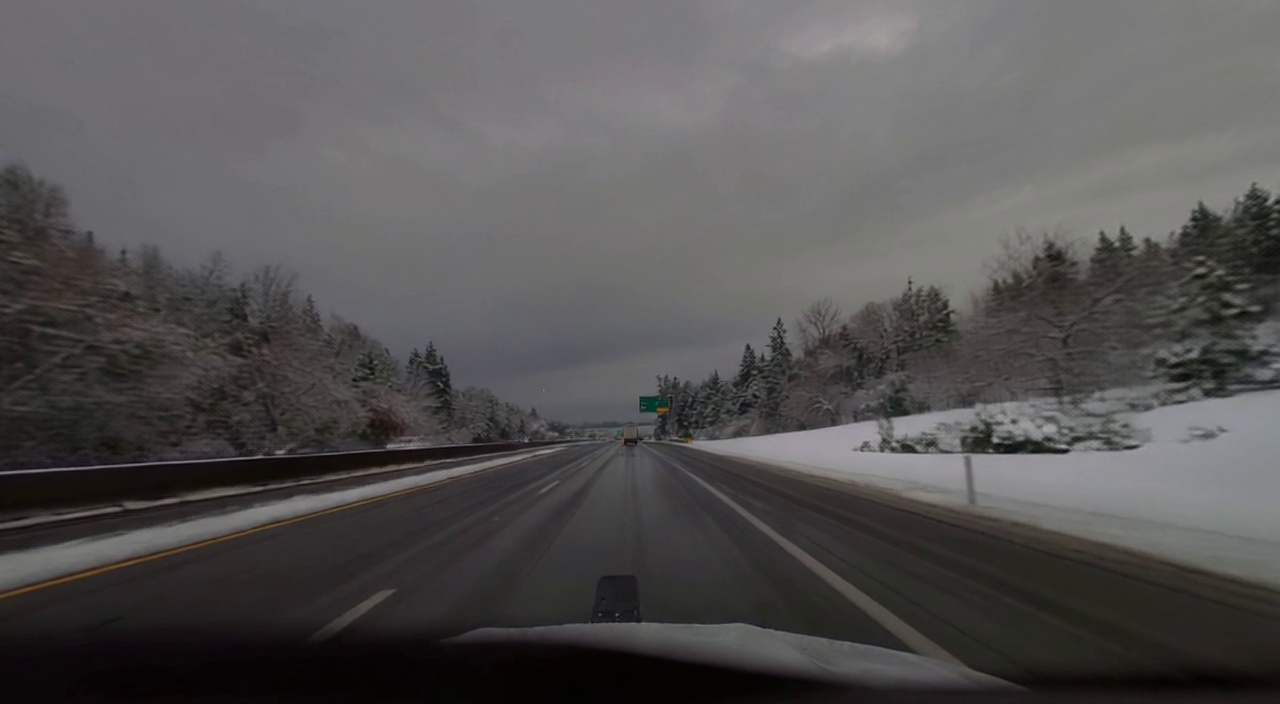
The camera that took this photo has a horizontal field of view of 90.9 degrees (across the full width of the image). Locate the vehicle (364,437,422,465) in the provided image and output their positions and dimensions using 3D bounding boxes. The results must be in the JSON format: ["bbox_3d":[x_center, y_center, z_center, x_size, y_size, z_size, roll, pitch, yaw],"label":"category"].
[{"bbox_3d":[-13.608,5.435,34.925,1.792,1.428,3.550,0,-7,-1],"label":"vehicle"}]

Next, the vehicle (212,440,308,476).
[{"bbox_3d":[-17.406,4.848,29.145,1.837,1.446,4.254,0,-7,-1],"label":"vehicle"}]
